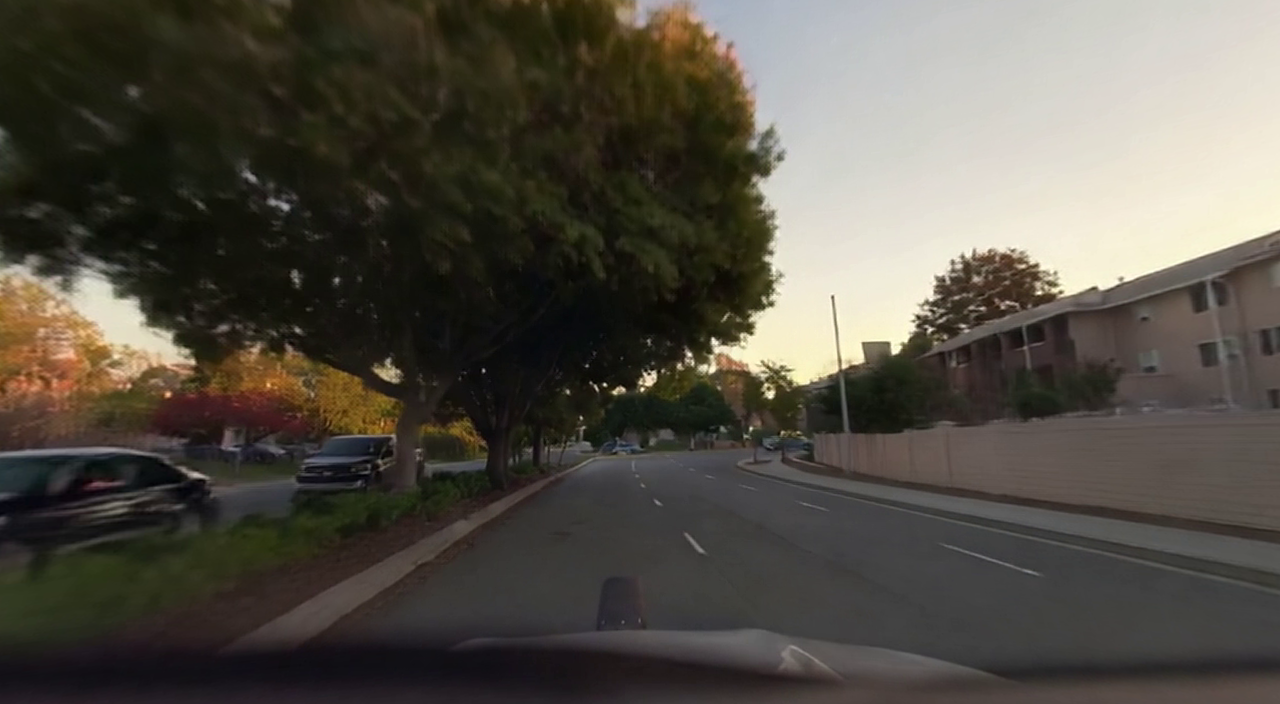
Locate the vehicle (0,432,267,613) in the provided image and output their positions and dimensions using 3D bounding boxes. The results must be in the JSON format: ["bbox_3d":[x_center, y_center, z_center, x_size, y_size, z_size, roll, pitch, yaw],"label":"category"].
[{"bbox_3d":[-6.241,1.626,6.767,1.888,1.476,4.286,0,-8,-2],"label":"vehicle"}]

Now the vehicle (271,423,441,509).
[{"bbox_3d":[-6.809,2.764,15.808,2.196,1.809,4.857,1,-8,-3],"label":"vehicle"}]
